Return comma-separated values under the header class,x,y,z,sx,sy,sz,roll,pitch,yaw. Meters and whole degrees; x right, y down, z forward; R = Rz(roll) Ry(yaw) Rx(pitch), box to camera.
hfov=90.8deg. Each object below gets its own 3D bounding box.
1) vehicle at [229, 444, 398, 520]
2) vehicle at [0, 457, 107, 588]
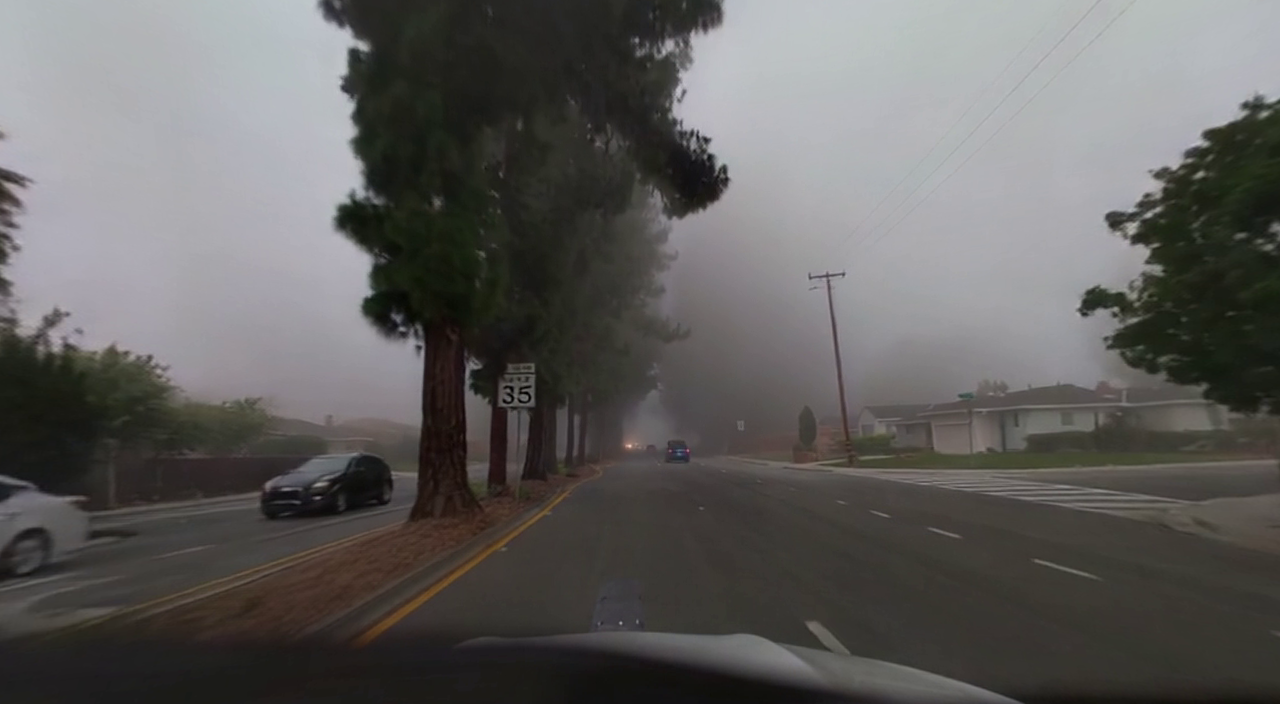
class,x,y,z,sx,sy,sz,roll,pitch,yaw
vehicle,-8.472,3.369,17.010,2.054,1.746,4.507,0,-9,1
vehicle,-8.403,1.867,6.484,1.939,1.469,4.465,0,-9,0
